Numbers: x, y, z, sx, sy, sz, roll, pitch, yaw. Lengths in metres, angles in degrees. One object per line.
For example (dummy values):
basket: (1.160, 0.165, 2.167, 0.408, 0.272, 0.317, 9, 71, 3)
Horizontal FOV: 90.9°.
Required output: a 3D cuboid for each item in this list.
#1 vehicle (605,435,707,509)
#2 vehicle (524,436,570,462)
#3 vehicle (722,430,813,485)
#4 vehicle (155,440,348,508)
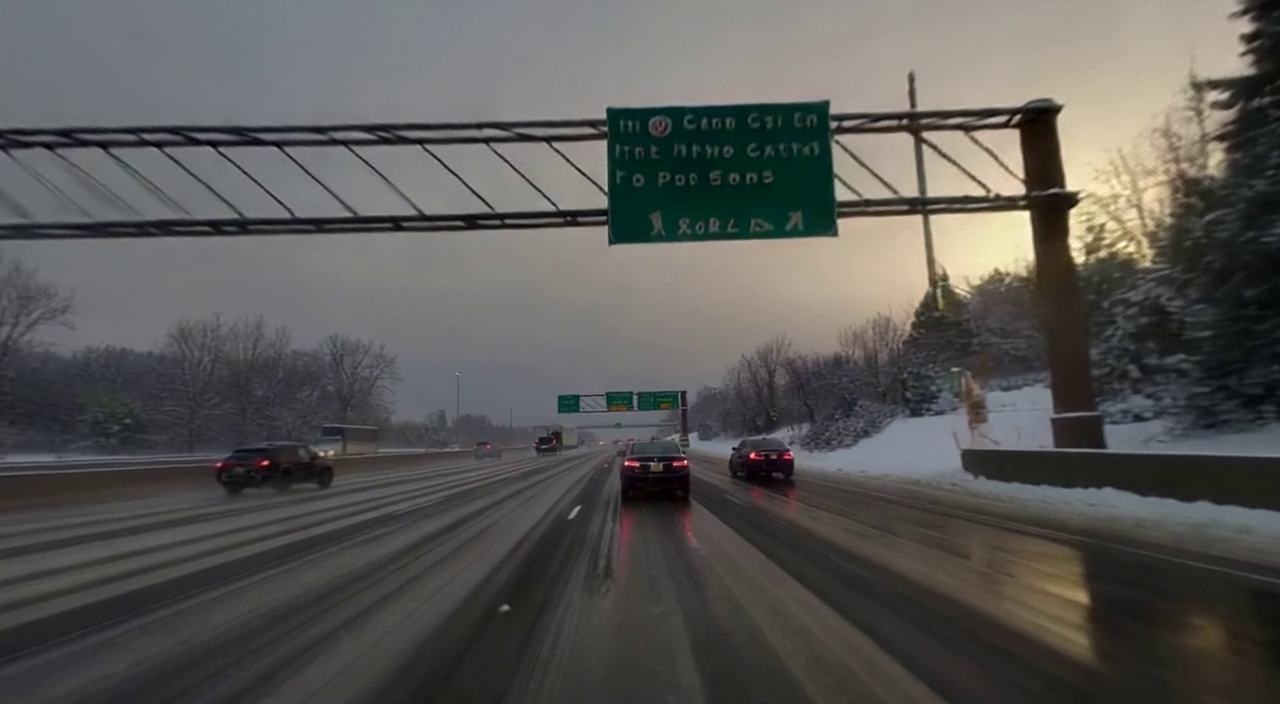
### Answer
vehicle: (0.251, 2.724, 14.779, 2.042, 1.446, 4.269, 0, -8, -2)
vehicle: (-6.989, 7.372, 47.989, 2.486, 1.856, 6.310, 0, -8, 0)
vehicle: (4.304, 3.634, 22.074, 2.100, 1.707, 4.342, 0, -8, -3)
vehicle: (-10.034, 3.153, 16.903, 2.019, 1.510, 4.992, 0, -8, 0)
